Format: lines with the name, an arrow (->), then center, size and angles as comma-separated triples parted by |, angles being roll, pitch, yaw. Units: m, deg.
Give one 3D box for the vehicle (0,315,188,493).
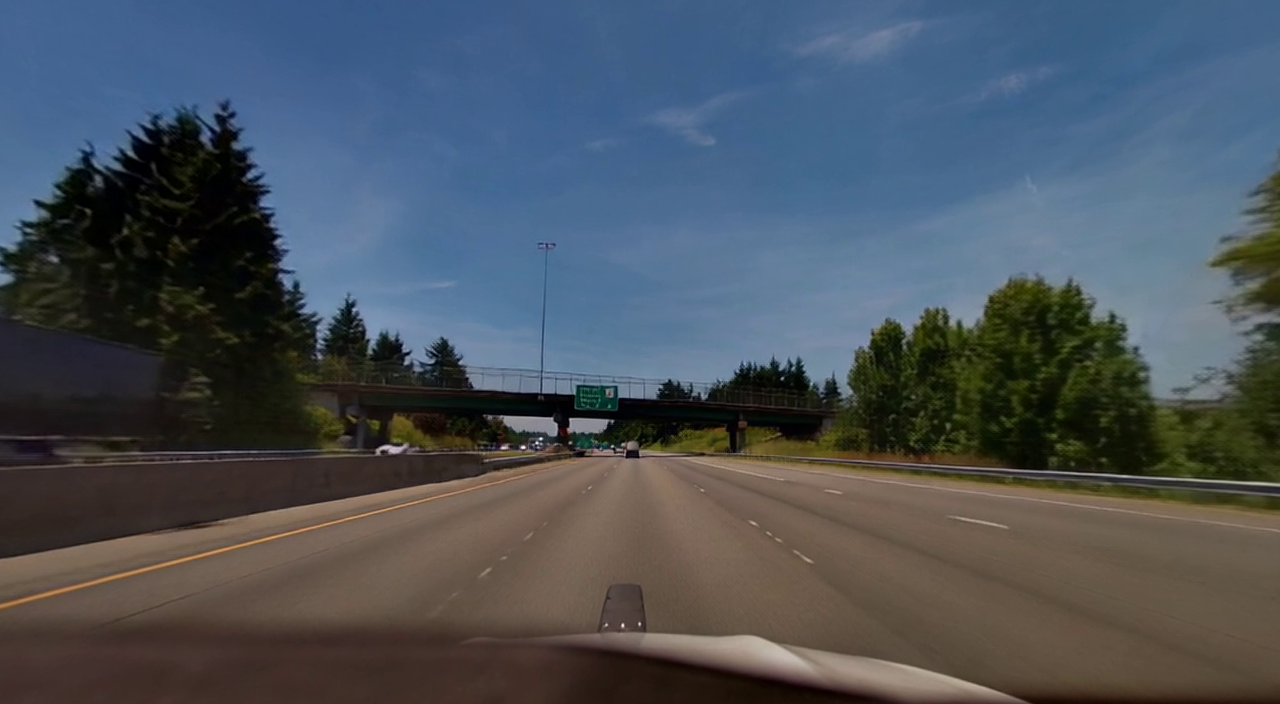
vehicle -> -16.111, 0.765, 11.713 | 2.994, 4.027, 16.848 | 0, -9, 0
